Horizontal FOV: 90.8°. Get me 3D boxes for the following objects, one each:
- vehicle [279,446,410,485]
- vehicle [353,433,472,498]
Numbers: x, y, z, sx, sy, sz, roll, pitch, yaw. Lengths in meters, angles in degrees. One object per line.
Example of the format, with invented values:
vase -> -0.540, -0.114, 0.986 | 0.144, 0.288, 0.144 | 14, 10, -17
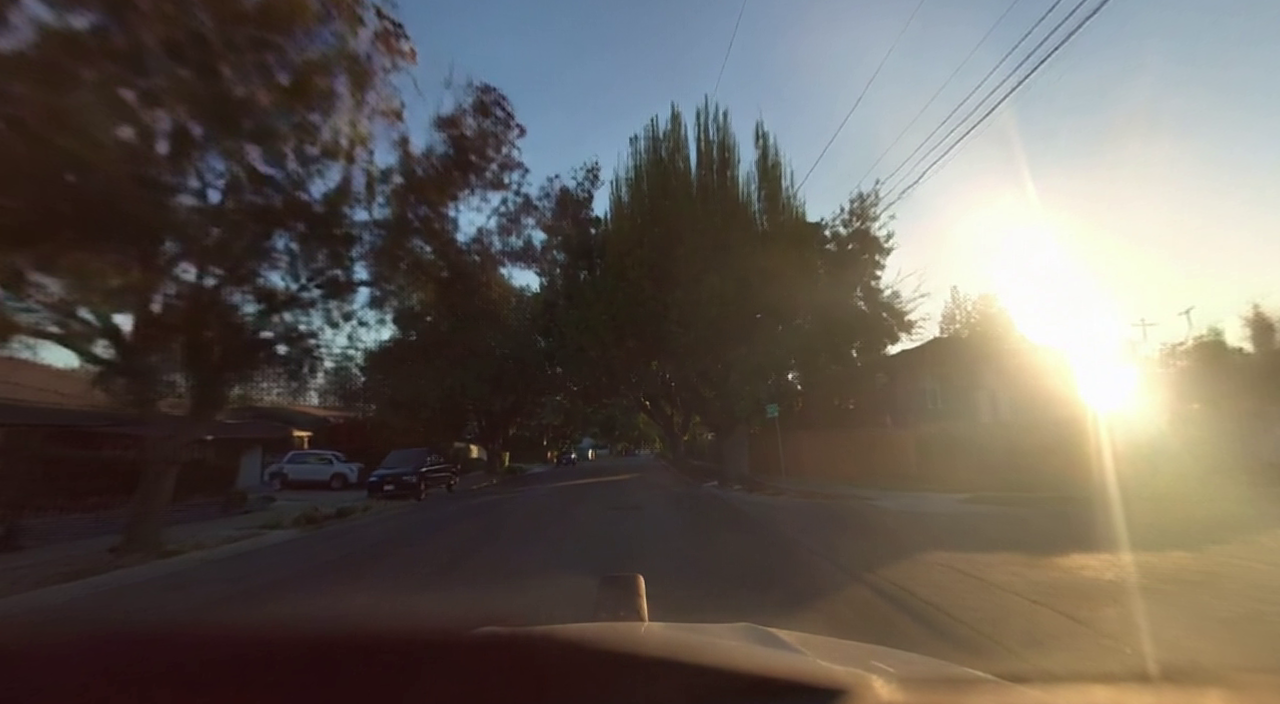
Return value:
vehicle -> -12.420, 4.773, 26.755 | 4.538, 1.578, 2.000 | 0, -9, 1
vehicle -> -7.419, 3.784, 21.205 | 2.091, 1.912, 4.598 | 0, -10, 2
